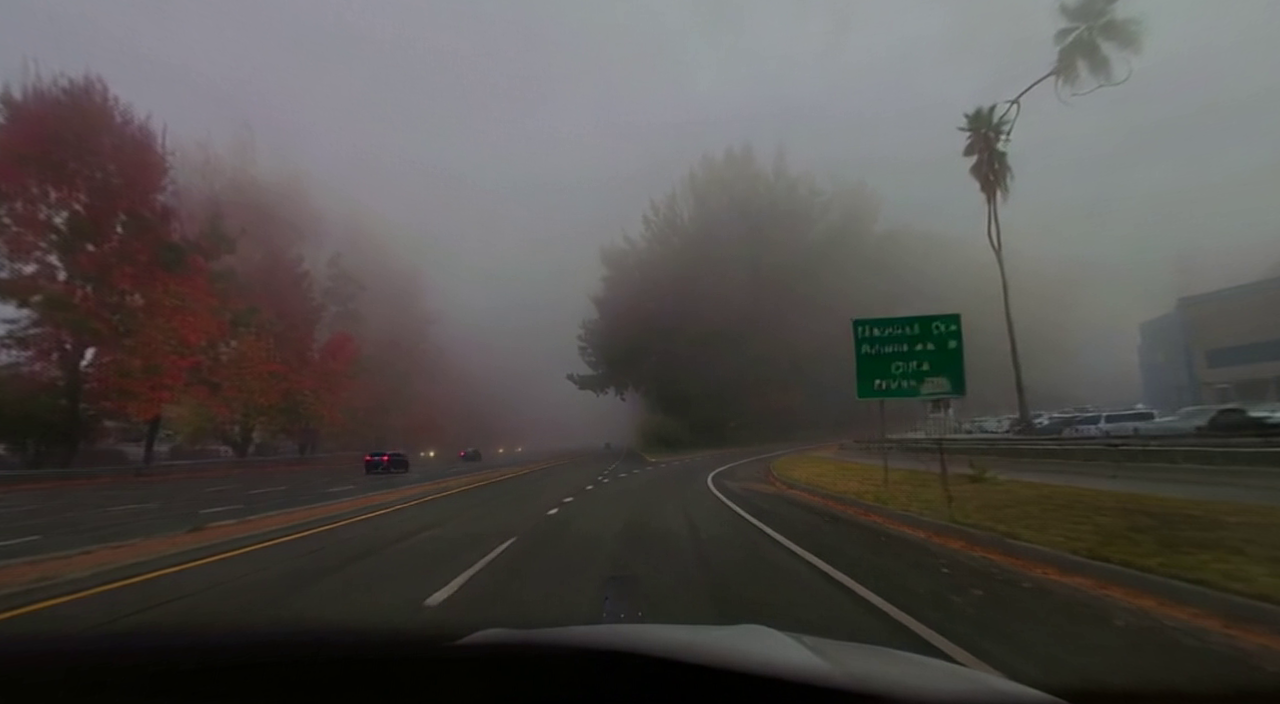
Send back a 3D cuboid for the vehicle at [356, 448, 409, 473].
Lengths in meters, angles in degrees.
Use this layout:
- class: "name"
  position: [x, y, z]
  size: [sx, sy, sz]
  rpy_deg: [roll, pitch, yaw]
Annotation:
- class: "vehicle"
  position: [-19.290, 8.133, 47.377]
  size: [2.086, 1.706, 4.412]
  rpy_deg: [0, -9, 1]
